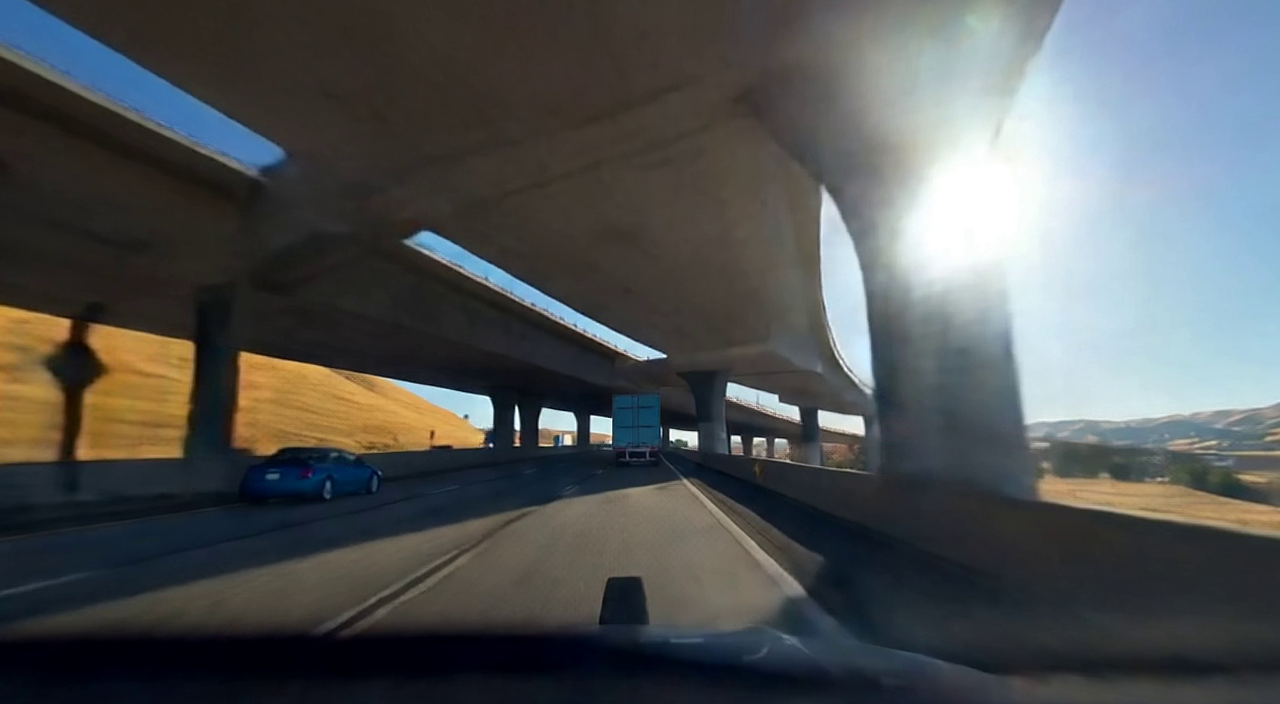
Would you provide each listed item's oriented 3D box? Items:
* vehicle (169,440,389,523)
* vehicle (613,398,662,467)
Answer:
[{"bbox_3d":[-7.491,2.699,13.798,2.078,1.496,4.563,0,-8,1],"label":"vehicle"},{"bbox_3d":[-0.086,5.543,42.461,2.866,4.014,11.261,0,-8,1],"label":"vehicle"}]
